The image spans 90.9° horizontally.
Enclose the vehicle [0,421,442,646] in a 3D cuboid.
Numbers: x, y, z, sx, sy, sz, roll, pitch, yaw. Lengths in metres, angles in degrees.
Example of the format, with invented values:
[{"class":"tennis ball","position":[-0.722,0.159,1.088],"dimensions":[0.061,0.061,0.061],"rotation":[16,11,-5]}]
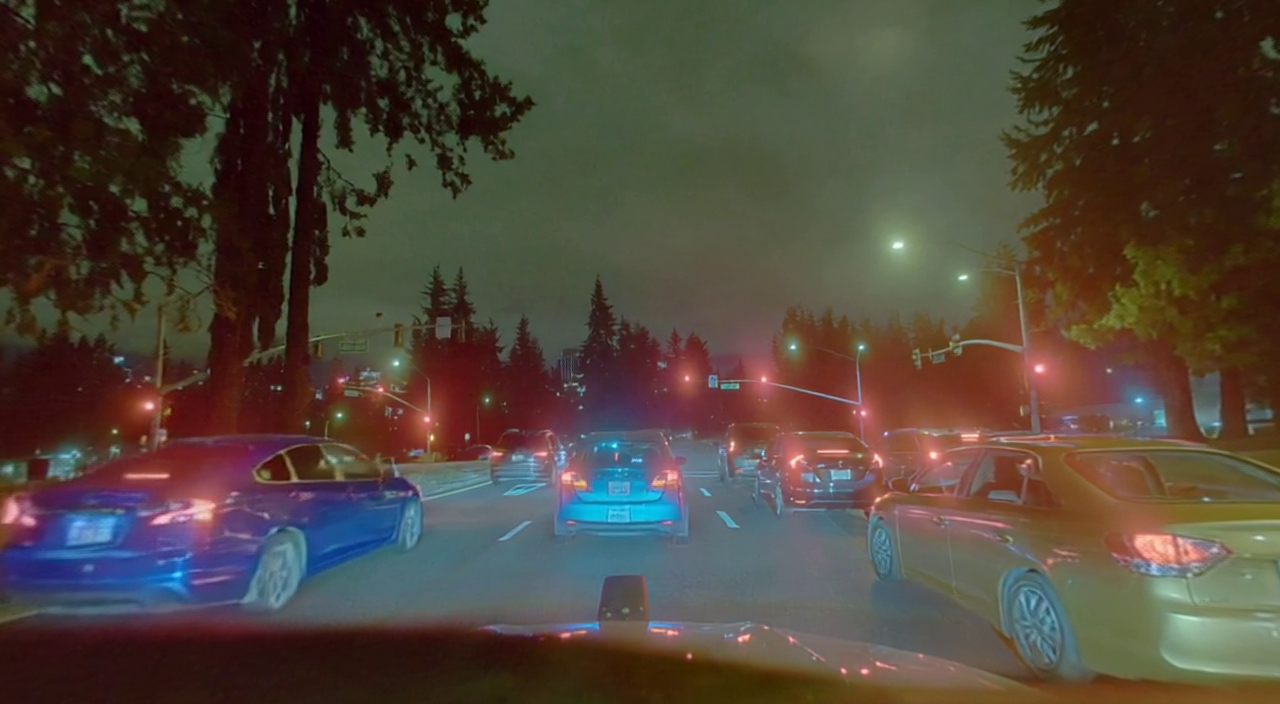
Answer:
[{"class":"vehicle","position":[-3.710,1.537,6.479],"dimensions":[1.935,1.482,4.433],"rotation":[0,-8,-1]}]

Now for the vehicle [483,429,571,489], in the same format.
[{"class":"vehicle","position":[-3.524,3.434,20.526],"dimensions":[1.961,1.714,4.268],"rotation":[0,-8,2]}]

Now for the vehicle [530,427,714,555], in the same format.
[{"class":"vehicle","position":[-0.226,1.914,9.351],"dimensions":[2.147,1.479,3.803],"rotation":[0,-8,0]}]

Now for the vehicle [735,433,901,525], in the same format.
[{"class":"vehicle","position":[3.187,2.334,12.333],"dimensions":[1.975,1.460,4.357],"rotation":[0,-8,0]}]

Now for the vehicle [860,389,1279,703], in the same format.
[{"class":"vehicle","position":[3.140,1.151,4.061],"dimensions":[1.903,1.480,4.270],"rotation":[0,-8,0]}]
